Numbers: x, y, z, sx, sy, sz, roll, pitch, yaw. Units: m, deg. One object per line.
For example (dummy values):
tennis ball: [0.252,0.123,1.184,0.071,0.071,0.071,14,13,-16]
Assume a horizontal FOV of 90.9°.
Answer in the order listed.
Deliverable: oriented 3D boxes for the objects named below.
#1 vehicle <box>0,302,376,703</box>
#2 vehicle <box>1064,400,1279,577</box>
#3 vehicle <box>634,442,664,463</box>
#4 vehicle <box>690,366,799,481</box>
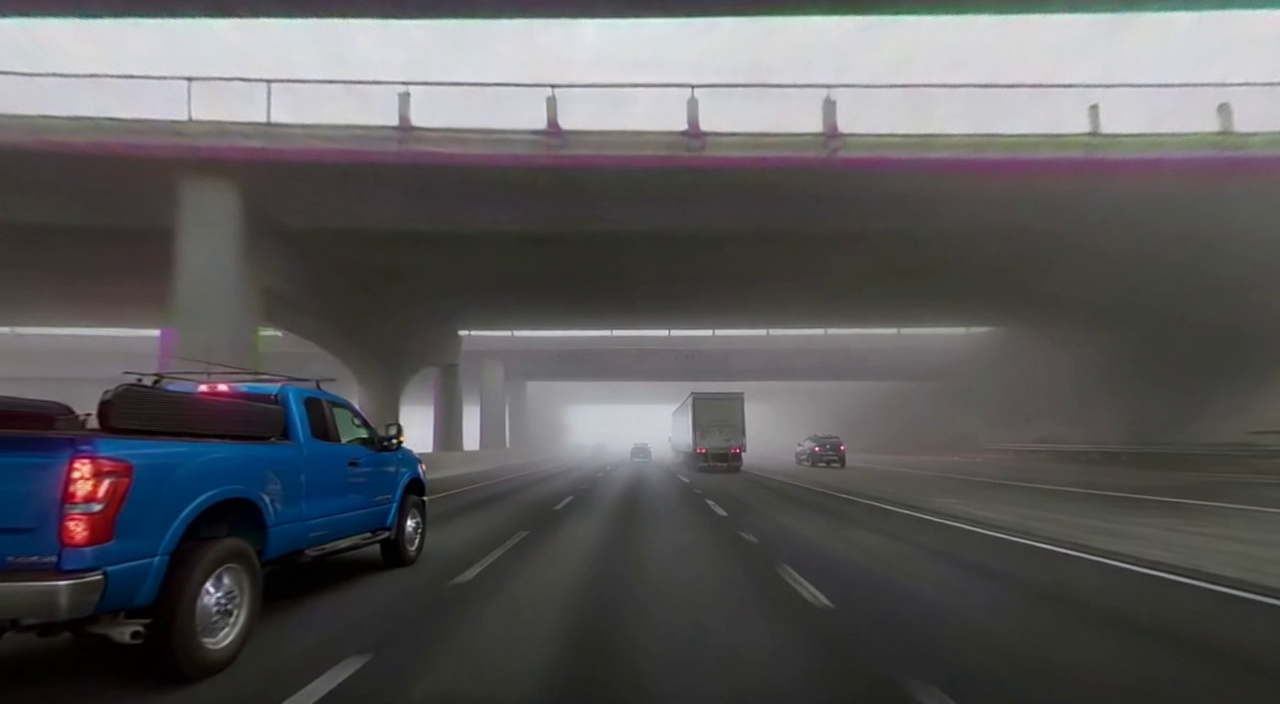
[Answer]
vehicle: [-4.526,0.976,4.417,2.599,2.054,6.288,0,-8,0]
vehicle: [7.219,1.430,6.848,1.999,1.700,4.640,0,-8,1]
vehicle: [0.680,7.293,45.892,2.092,1.446,4.092,0,-8,1]
vehicle: [4.176,3.457,28.773,2.885,4.036,12.891,0,-8,1]
